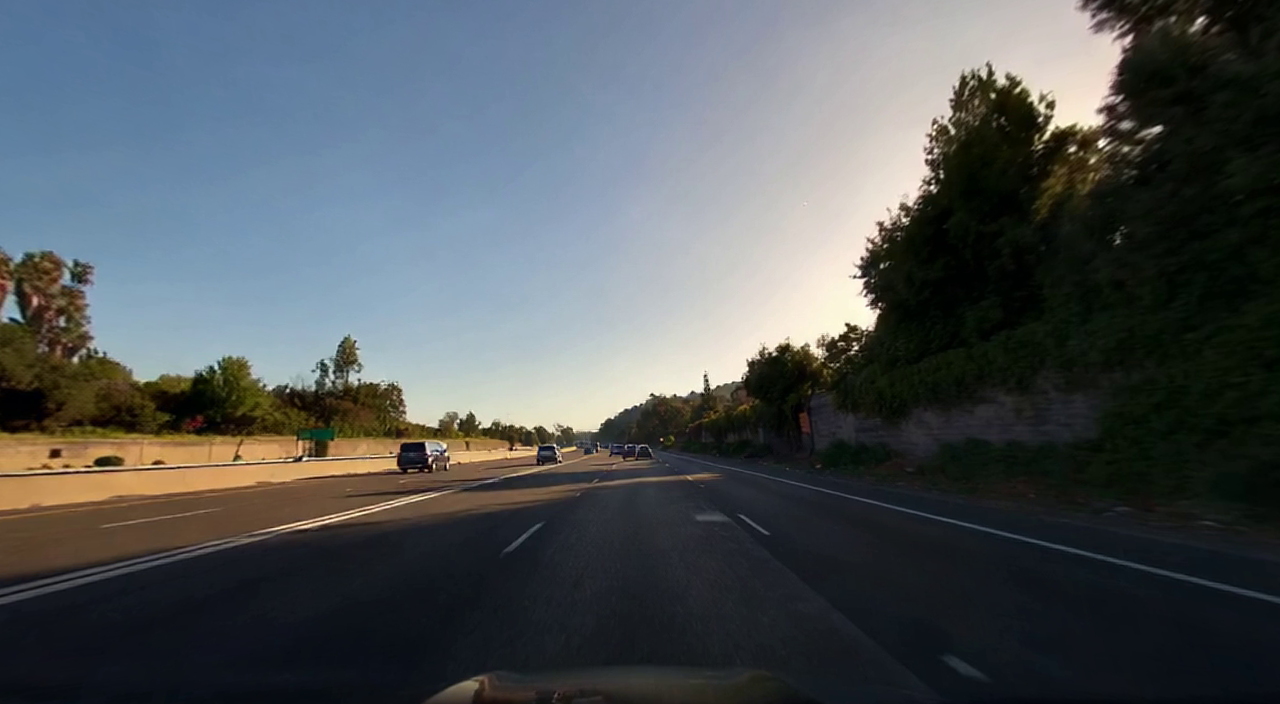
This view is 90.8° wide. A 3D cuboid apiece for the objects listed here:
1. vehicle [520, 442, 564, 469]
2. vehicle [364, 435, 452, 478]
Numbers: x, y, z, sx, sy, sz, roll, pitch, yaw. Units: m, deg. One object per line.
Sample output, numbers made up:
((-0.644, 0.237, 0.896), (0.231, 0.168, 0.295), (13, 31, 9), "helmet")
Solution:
((-6.324, 6.733, 41.208), (2.080, 1.694, 4.279), (0, -9, 2), "vehicle")
((-10.550, 4.790, 29.163), (2.195, 1.795, 4.659), (0, -9, 1), "vehicle")
